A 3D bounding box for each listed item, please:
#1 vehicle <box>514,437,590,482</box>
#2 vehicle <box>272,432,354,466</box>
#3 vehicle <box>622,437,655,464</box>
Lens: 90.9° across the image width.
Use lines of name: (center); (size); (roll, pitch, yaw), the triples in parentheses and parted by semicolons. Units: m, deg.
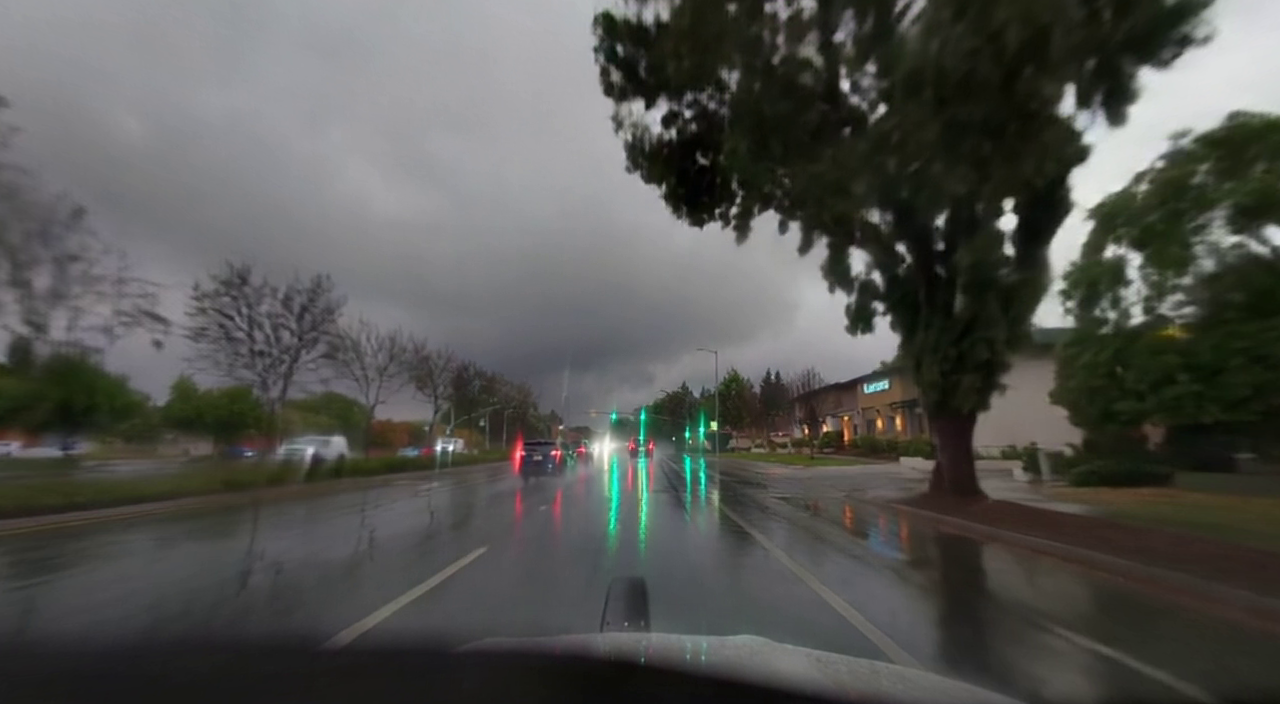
vehicle: (-3.032, 3.829, 22.769); (2.015, 1.470, 4.458); (0, -8, 1)
vehicle: (-17.357, 5.174, 33.747); (2.032, 1.689, 4.624); (0, -8, -2)
vehicle: (-0.103, 6.718, 43.166); (2.153, 1.764, 4.047); (0, -8, 0)
